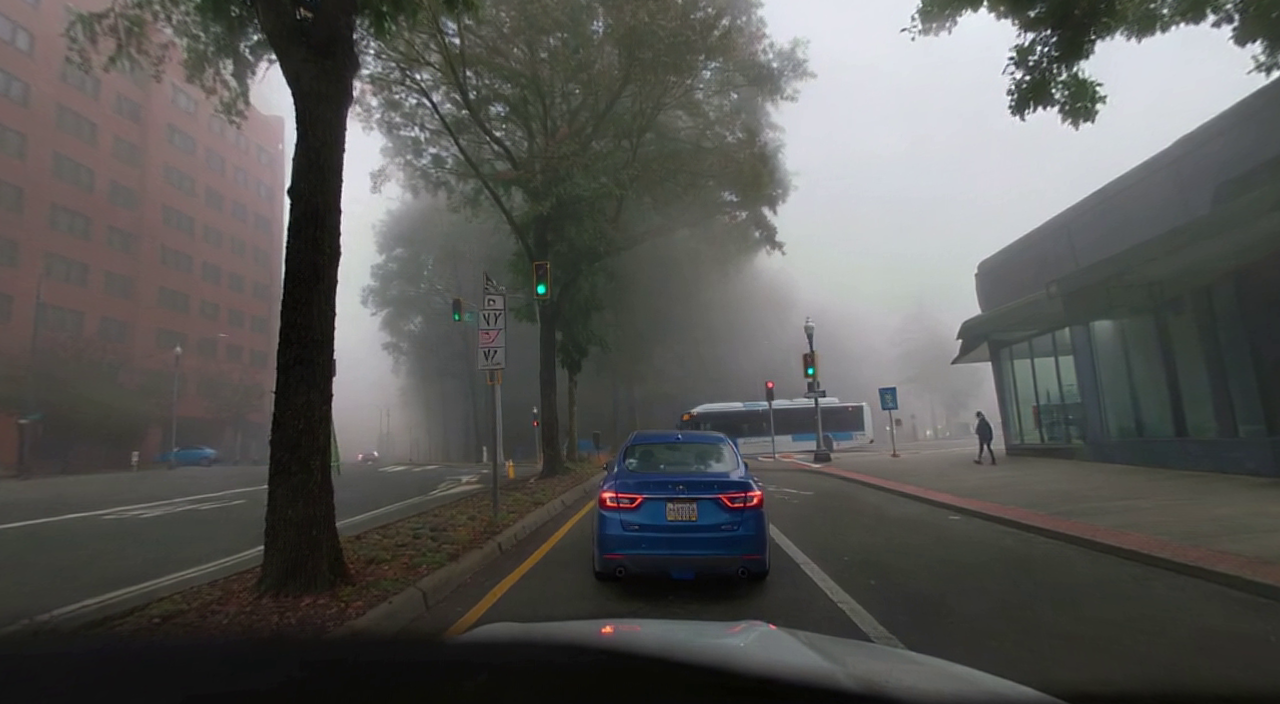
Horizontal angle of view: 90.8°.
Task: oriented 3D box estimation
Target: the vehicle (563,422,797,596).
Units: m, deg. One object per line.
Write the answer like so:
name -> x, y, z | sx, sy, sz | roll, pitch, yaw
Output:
vehicle -> 0.380, 1.634, 7.391 | 2.006, 1.470, 3.799 | 0, -8, 1

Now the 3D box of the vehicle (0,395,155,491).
vehicle -> -25.949, 3.646, 25.327 | 2.692, 3.685, 10.153 | -3, -9, 20

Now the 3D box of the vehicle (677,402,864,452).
vehicle -> 9.899, 5.905, 49.131 | 13.811, 3.706, 2.997 | 0, -9, 1

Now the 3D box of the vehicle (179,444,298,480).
vehicle -> -19.901, 5.440, 31.546 | 1.892, 1.645, 4.561 | -5, -10, 30
